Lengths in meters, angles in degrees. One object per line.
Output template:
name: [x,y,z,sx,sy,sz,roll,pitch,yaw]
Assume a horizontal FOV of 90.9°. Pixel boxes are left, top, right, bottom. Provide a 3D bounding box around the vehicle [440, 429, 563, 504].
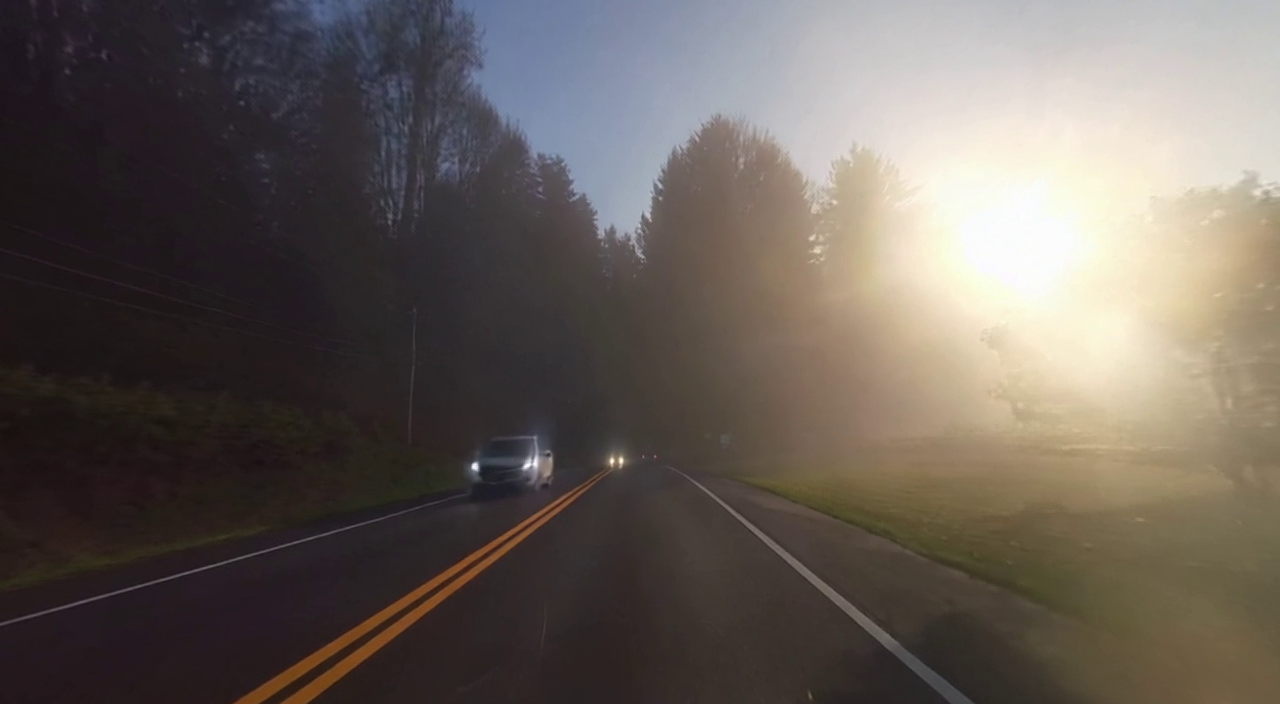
vehicle: [-3.820,3.282,18.696,2.255,1.849,5.576,0,-8,1]
